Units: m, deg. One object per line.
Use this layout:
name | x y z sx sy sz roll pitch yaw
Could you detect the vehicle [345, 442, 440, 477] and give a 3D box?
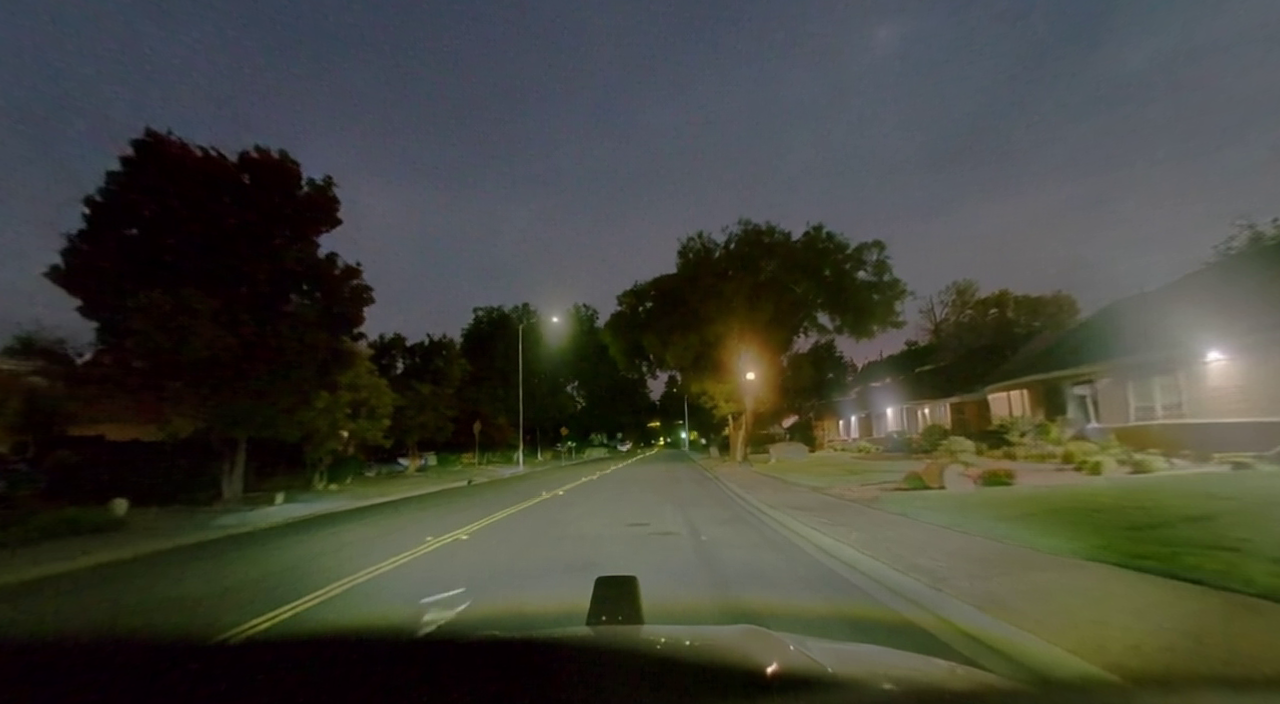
vehicle | -13.350 5.816 34.317 4.370 1.761 1.901 1 -9 -6
